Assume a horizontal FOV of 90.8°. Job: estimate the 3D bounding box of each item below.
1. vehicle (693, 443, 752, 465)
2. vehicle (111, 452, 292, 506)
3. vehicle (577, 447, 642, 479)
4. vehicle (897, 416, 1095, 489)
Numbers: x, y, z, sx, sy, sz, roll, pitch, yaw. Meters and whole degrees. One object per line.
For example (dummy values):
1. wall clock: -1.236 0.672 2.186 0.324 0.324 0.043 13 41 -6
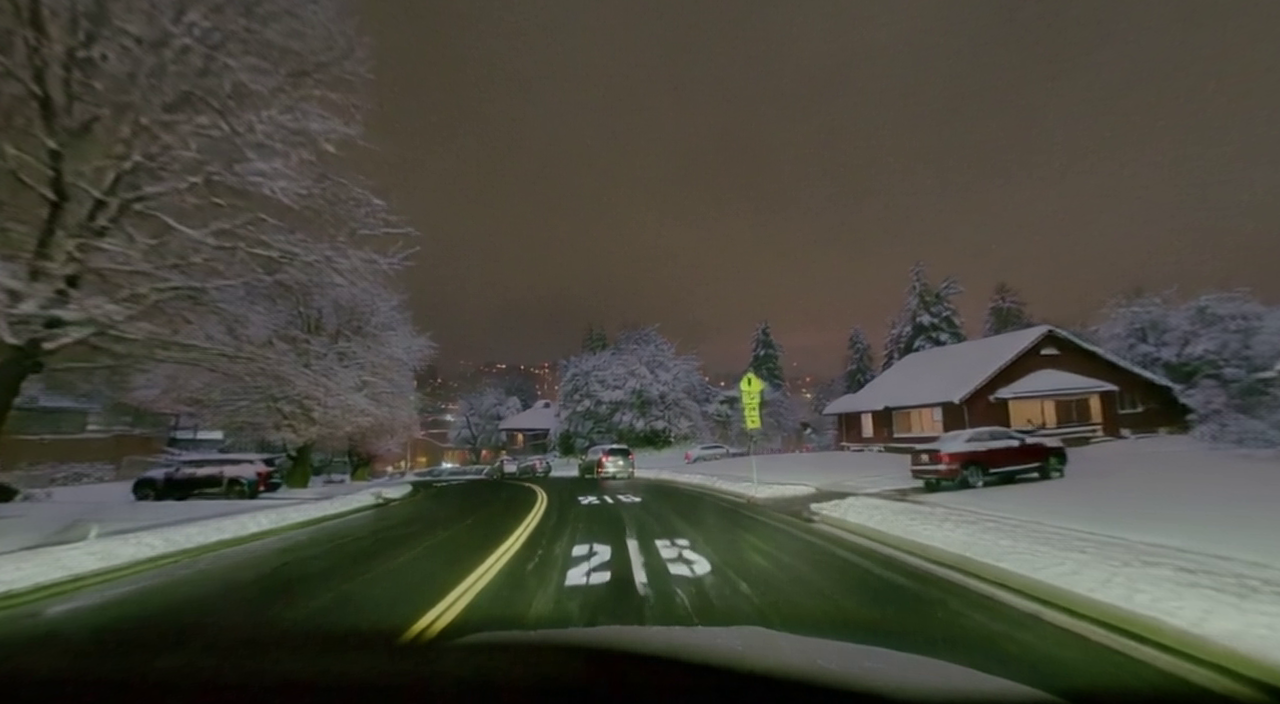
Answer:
1. vehicle: 6.072 7.468 46.468 4.253 1.458 1.900 6 -11 -40
2. vehicle: -14.676 4.251 21.515 4.664 1.580 1.973 3 -9 -22
3. vehicle: -1.702 5.778 33.125 2.181 1.494 5.023 2 -9 -17
4. vehicle: 9.312 2.612 16.616 4.284 1.522 1.893 -1 -8 -16
